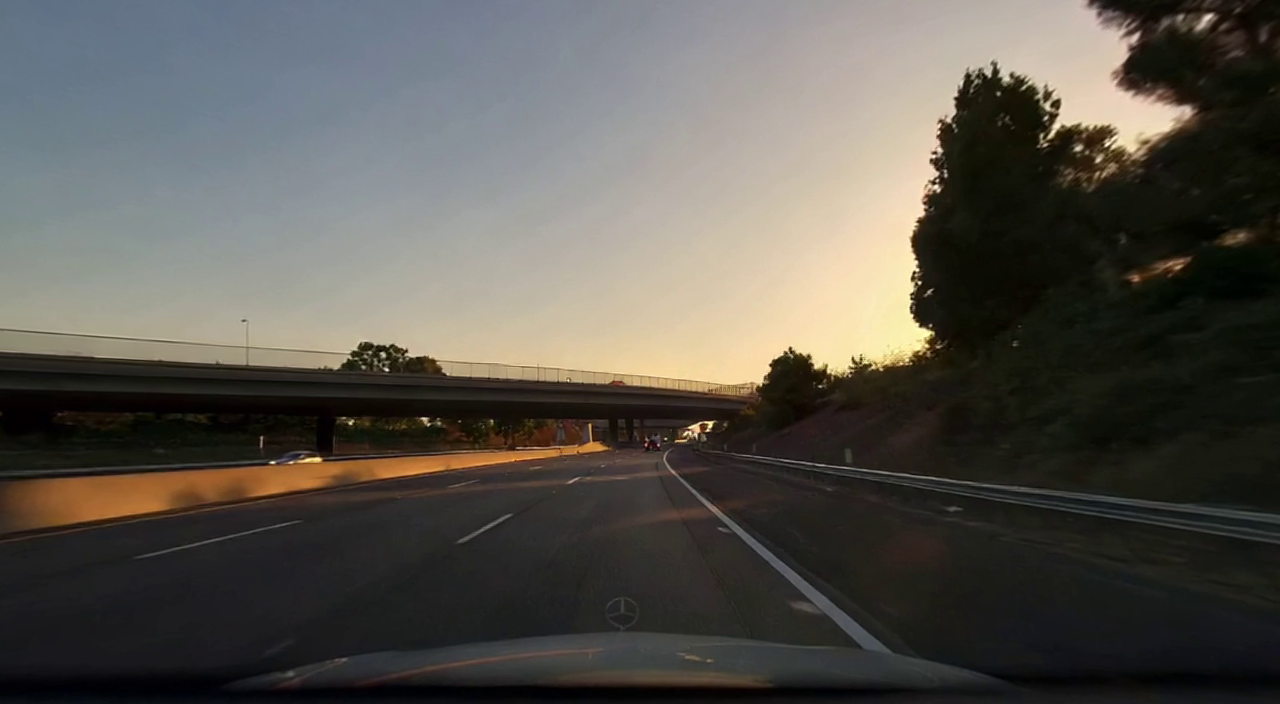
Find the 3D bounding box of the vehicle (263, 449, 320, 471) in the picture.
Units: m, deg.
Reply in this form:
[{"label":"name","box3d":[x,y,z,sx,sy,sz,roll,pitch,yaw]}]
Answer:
[{"label":"vehicle","box3d":[-25.572,7.916,46.253,1.840,1.461,3.823,-1,-9,2]}]
